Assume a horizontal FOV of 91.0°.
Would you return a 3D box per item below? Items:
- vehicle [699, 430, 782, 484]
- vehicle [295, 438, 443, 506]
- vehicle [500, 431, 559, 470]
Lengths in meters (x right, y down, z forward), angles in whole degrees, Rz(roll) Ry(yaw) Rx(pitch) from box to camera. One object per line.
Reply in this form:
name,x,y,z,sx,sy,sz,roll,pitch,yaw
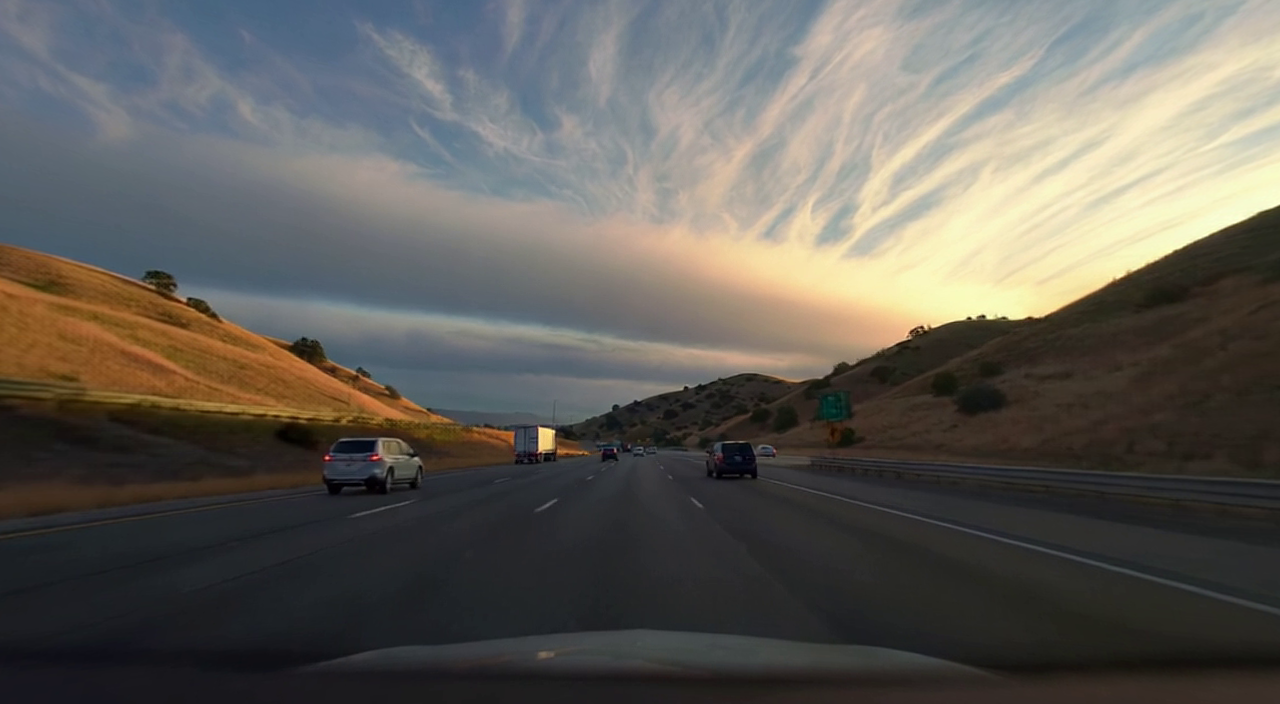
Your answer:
vehicle,3.594,3.892,23.510,2.231,1.789,4.700,0,-9,-1
vehicle,-7.066,3.161,17.109,1.935,1.550,4.883,0,-9,-1
vehicle,-7.724,7.006,44.920,2.937,2.509,7.090,0,-9,0
